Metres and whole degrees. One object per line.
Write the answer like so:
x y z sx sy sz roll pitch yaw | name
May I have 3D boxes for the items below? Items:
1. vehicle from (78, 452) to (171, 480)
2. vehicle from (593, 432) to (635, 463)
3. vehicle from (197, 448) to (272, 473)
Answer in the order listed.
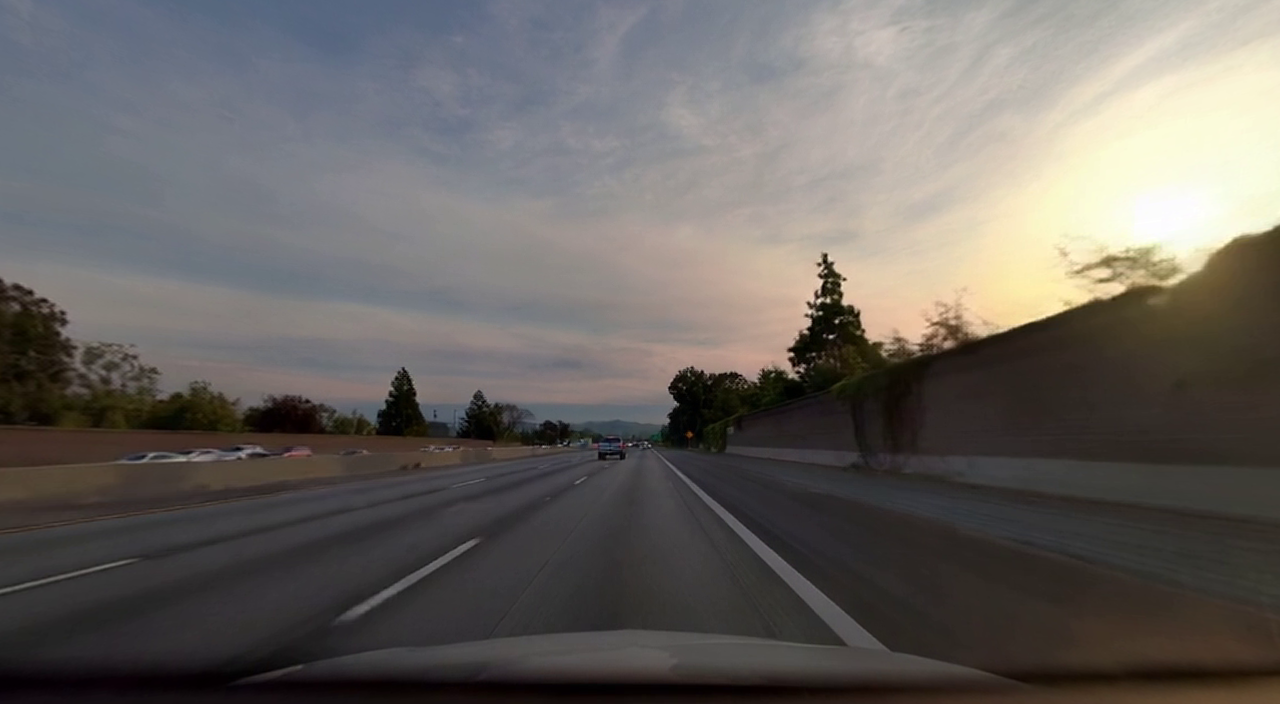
-29.558 6.508 36.311 1.781 1.432 4.227 0 -8 0 | vehicle
-1.826 7.079 46.881 2.604 2.170 6.271 0 -8 2 | vehicle
-25.568 6.830 39.919 1.839 1.458 4.174 0 -8 1 | vehicle
